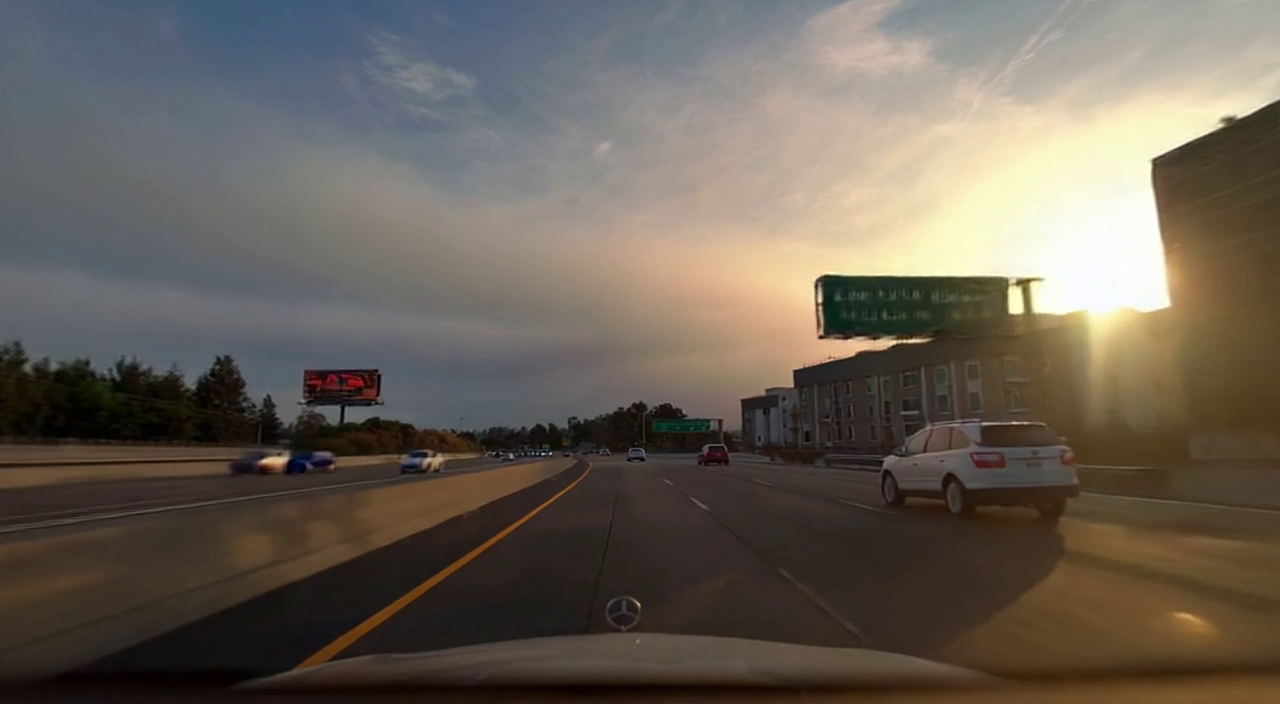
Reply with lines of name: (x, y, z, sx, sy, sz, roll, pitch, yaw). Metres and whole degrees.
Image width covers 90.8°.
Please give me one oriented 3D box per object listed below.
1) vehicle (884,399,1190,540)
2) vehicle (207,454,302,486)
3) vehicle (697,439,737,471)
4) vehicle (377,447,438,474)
vehicle: (6.546, 2.022, 11.412, 2.181, 1.952, 4.973, 0, -9, -1)
vehicle: (-17.208, 5.259, 28.463, 1.537, 1.262, 4.550, 0, -9, -2)
vehicle: (5.568, 7.556, 46.477, 2.043, 2.154, 4.731, 0, -9, -4)
vehicle: (-13.775, 6.509, 37.663, 2.025, 1.259, 3.954, 4, -12, 1)
